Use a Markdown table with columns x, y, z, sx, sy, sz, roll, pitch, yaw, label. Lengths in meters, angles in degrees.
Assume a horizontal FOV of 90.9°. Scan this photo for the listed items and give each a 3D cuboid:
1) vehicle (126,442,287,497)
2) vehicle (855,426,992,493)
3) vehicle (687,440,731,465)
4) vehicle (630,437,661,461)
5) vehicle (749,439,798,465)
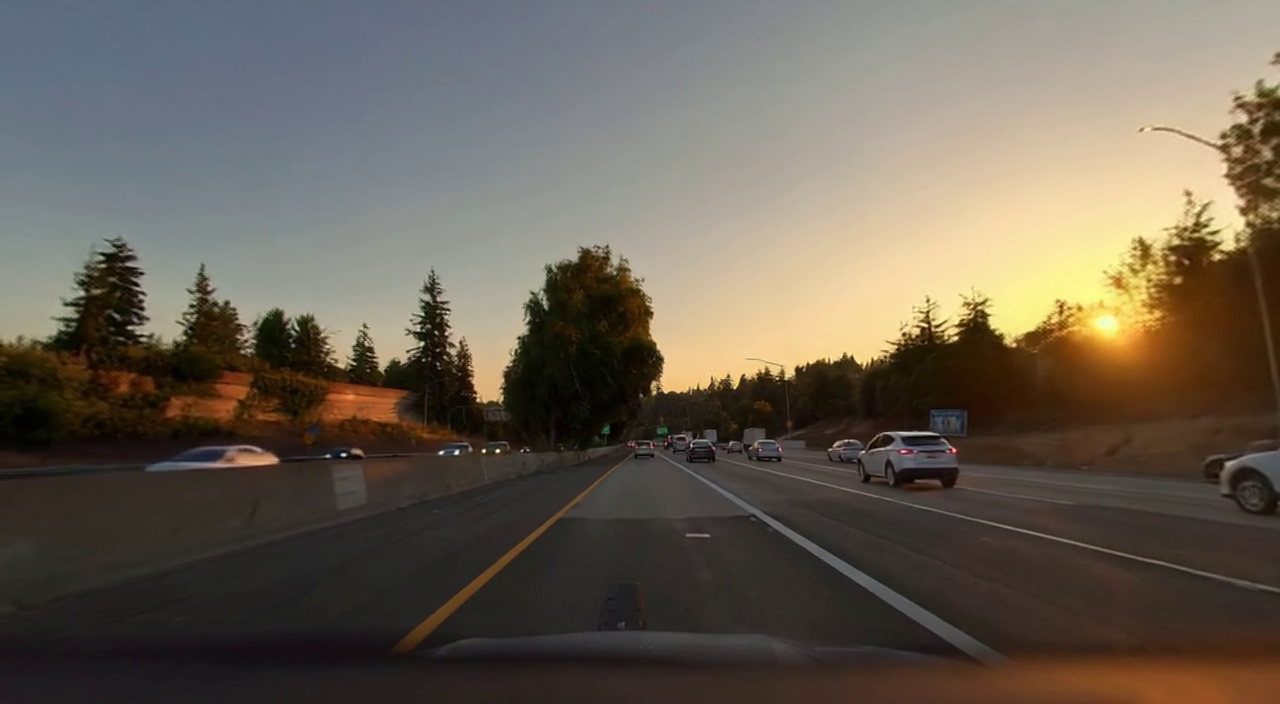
| x | y | z | sx | sy | sz | roll | pitch | yaw | label |
| --- | --- | --- | --- | --- | --- | --- | --- | --- | --- |
| -13.801 | 3.731 | 20.498 | 2.103 | 1.542 | 4.434 | 0 | -8 | 0 | vehicle |
| 8.039 | 3.083 | 18.417 | 1.986 | 1.703 | 4.226 | 0 | -8 | -1 | vehicle |
| 4.199 | 6.171 | 38.931 | 2.118 | 1.438 | 4.312 | 0 | -8 | -1 | vehicle |
| 0.410 | 6.895 | 45.044 | 2.124 | 1.639 | 4.122 | 0 | -8 | 1 | vehicle |
| 7.916 | 5.970 | 37.775 | 1.919 | 1.476 | 4.303 | 0 | -8 | -1 | vehicle |
